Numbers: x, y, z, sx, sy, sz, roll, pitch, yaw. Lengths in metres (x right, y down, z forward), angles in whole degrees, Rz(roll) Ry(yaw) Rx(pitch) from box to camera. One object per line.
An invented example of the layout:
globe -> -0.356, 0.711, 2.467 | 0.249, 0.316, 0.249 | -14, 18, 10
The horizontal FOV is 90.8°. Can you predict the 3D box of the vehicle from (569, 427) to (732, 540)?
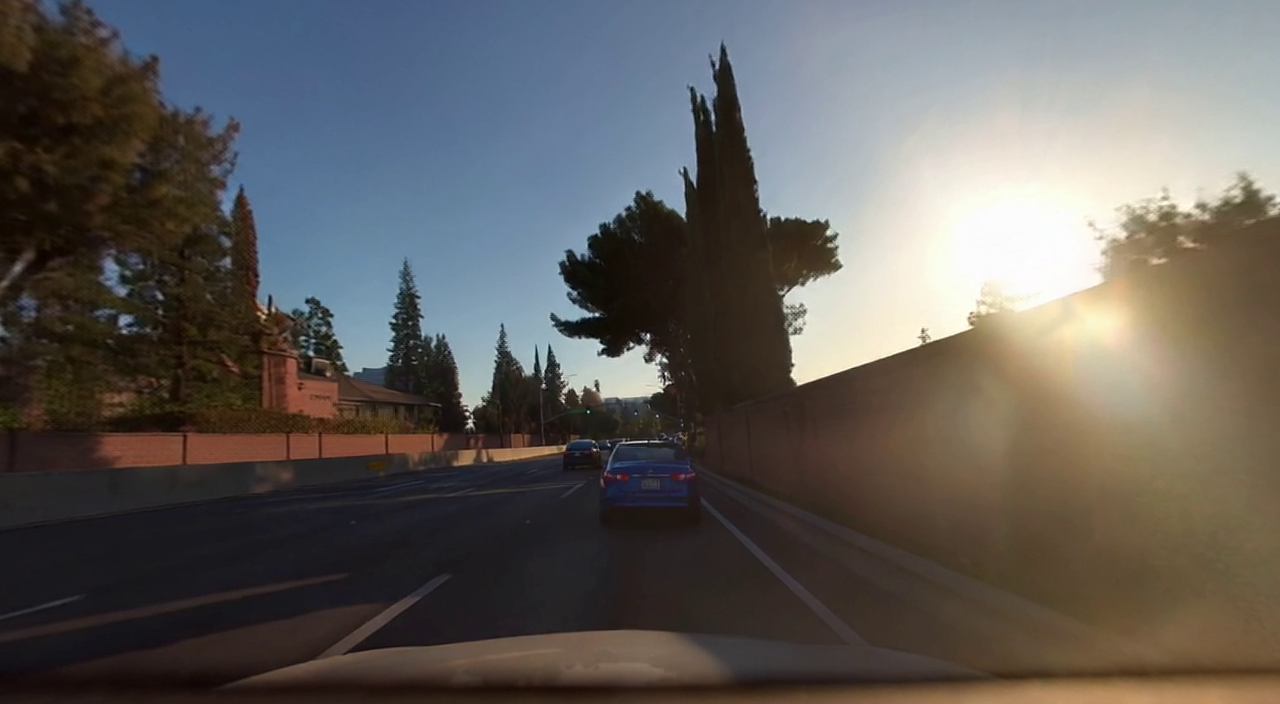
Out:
vehicle -> 0.093, 2.094, 10.754 | 2.205, 1.509, 4.272 | 0, -8, -1
